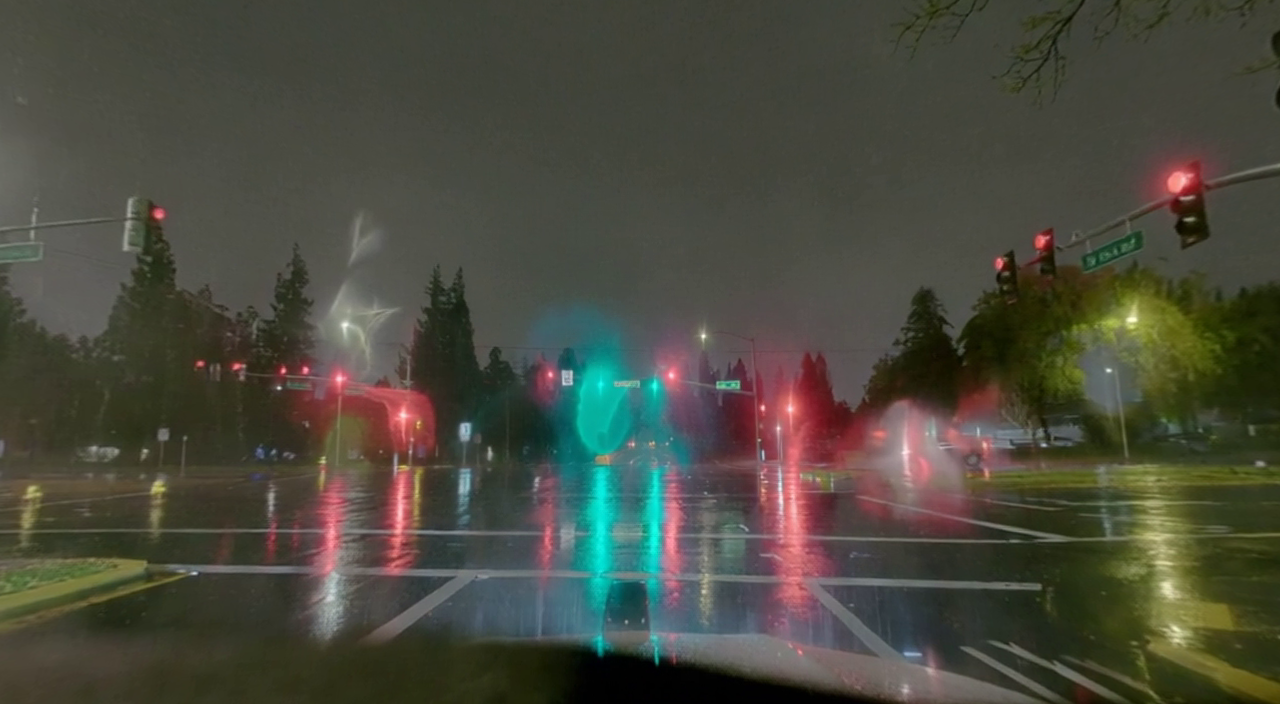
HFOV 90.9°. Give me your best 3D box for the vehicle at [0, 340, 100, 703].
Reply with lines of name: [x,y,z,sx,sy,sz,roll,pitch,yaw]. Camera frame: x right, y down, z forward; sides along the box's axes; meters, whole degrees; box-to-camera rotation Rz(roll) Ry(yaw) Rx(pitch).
vehicle: [-3.267,0.534,0.408,1.954,1.689,4.347,0,-8,0]

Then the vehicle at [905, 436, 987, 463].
vehicle: [17.001,5.444,35.248,3.952,1.468,1.768,-4,-9,22]
